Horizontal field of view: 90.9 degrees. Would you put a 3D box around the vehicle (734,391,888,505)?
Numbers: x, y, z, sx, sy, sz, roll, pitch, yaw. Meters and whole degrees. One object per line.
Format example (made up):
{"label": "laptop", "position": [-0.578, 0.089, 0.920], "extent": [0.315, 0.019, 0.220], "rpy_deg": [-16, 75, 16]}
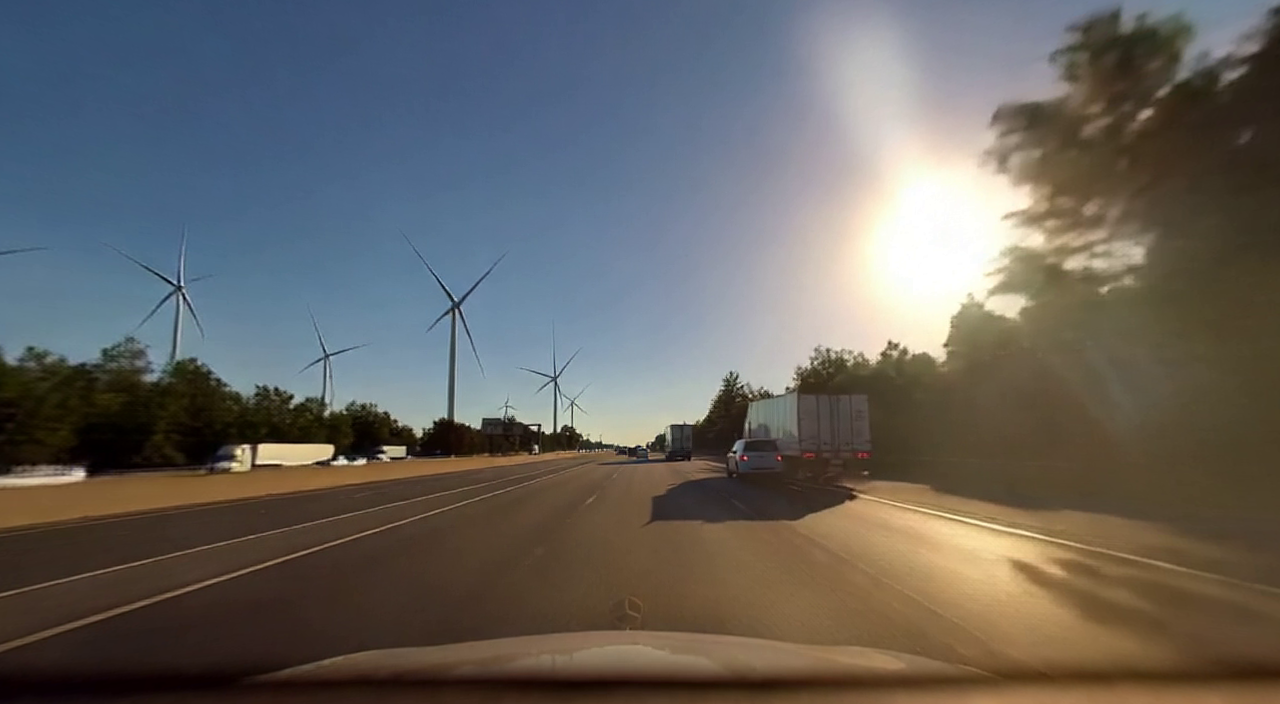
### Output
{"label": "vehicle", "position": [4.400, 2.667, 17.490], "extent": [2.609, 2.648, 5.397], "rpy_deg": [0, -9, -1]}
